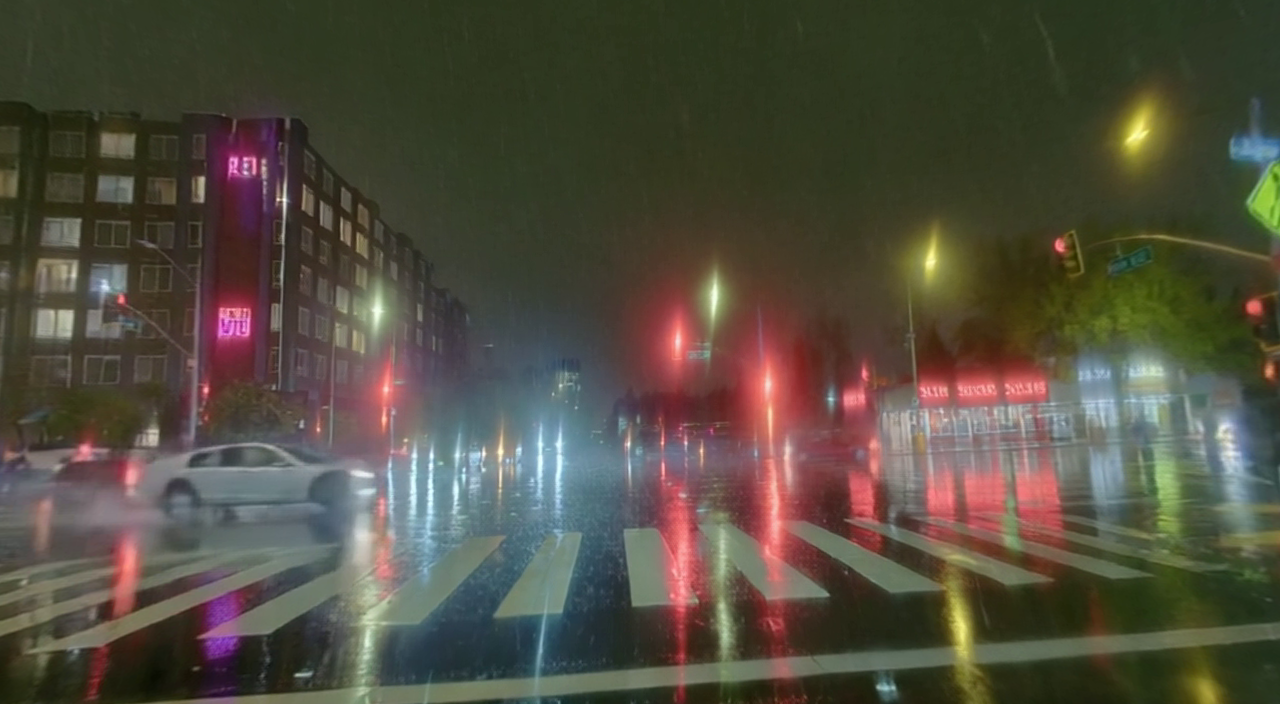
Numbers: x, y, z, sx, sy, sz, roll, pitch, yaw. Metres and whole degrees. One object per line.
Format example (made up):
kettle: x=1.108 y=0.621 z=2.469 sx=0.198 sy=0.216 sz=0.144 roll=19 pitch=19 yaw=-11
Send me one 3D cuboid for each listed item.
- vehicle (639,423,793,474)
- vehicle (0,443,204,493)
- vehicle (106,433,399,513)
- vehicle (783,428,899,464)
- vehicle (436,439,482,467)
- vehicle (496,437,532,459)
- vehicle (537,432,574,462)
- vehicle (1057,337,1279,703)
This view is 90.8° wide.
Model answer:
vehicle: x=2.380 y=3.110 z=20.497 sx=4.612 sy=1.521 sz=1.811 roll=1 pitch=-9 yaw=-9
vehicle: x=-17.113 y=3.680 z=20.344 sx=4.643 sy=1.476 sz=1.820 roll=1 pitch=-9 yaw=-8
vehicle: x=-7.745 y=2.450 z=13.125 sx=4.758 sy=1.480 sz=1.849 roll=1 pitch=-8 yaw=-8
vehicle: x=8.695 y=4.081 z=27.479 sx=4.475 sy=1.458 sz=1.681 roll=1 pitch=-9 yaw=-8
vehicle: x=-10.893 y=6.094 z=38.249 sx=1.885 sy=1.545 sz=4.124 roll=1 pitch=-8 yaw=-6
vehicle: x=-8.624 y=6.624 z=43.529 sx=1.906 sy=1.402 sz=4.904 roll=0 pitch=-8 yaw=-5
vehicle: x=-5.100 y=5.802 z=38.633 sx=1.976 sy=1.683 sz=4.117 roll=0 pitch=-8 yaw=-4
vehicle: x=3.025 y=0.609 z=0.870 sx=1.866 sy=1.654 sz=4.354 roll=0 pitch=-8 yaw=-1
